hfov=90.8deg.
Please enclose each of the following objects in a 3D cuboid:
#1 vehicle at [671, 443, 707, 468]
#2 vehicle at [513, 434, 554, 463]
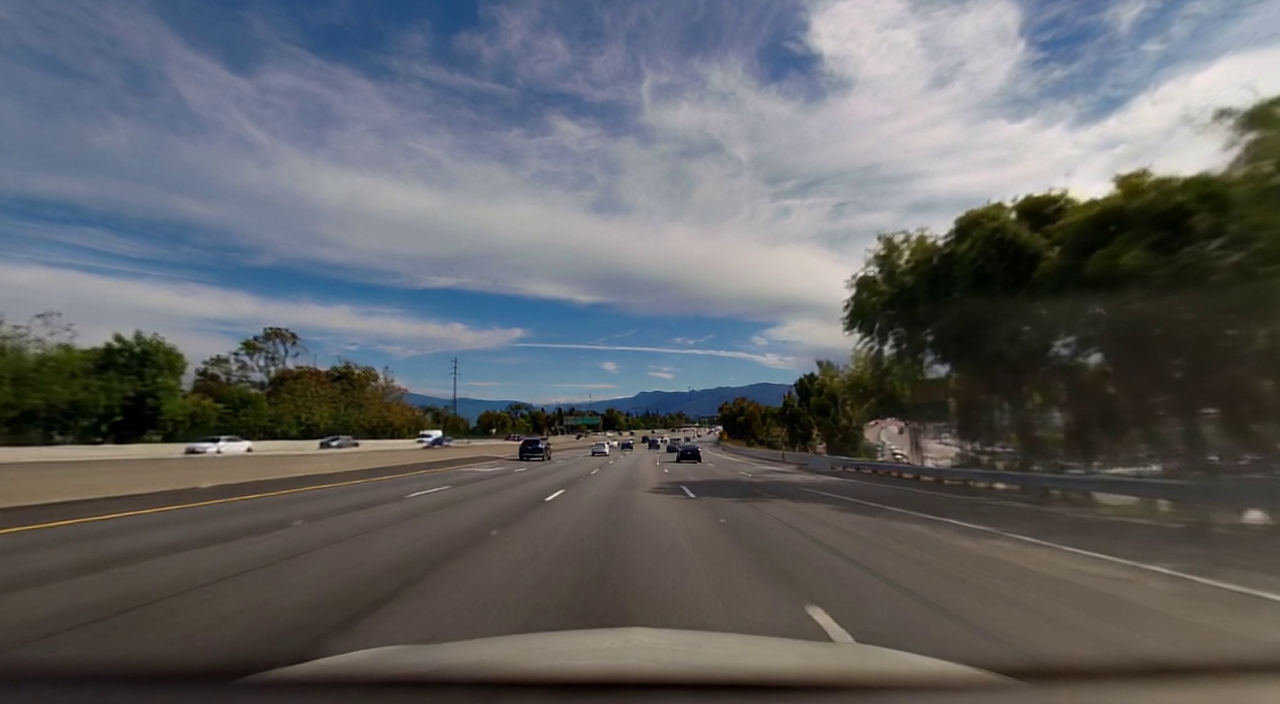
[{"bbox_3d":[3.034,6.491,39.942,1.967,1.475,4.080,0,-8,0],"label":"vehicle"},{"bbox_3d":[-7.232,6.612,43.398,2.009,1.850,4.338,0,-8,0],"label":"vehicle"}]
